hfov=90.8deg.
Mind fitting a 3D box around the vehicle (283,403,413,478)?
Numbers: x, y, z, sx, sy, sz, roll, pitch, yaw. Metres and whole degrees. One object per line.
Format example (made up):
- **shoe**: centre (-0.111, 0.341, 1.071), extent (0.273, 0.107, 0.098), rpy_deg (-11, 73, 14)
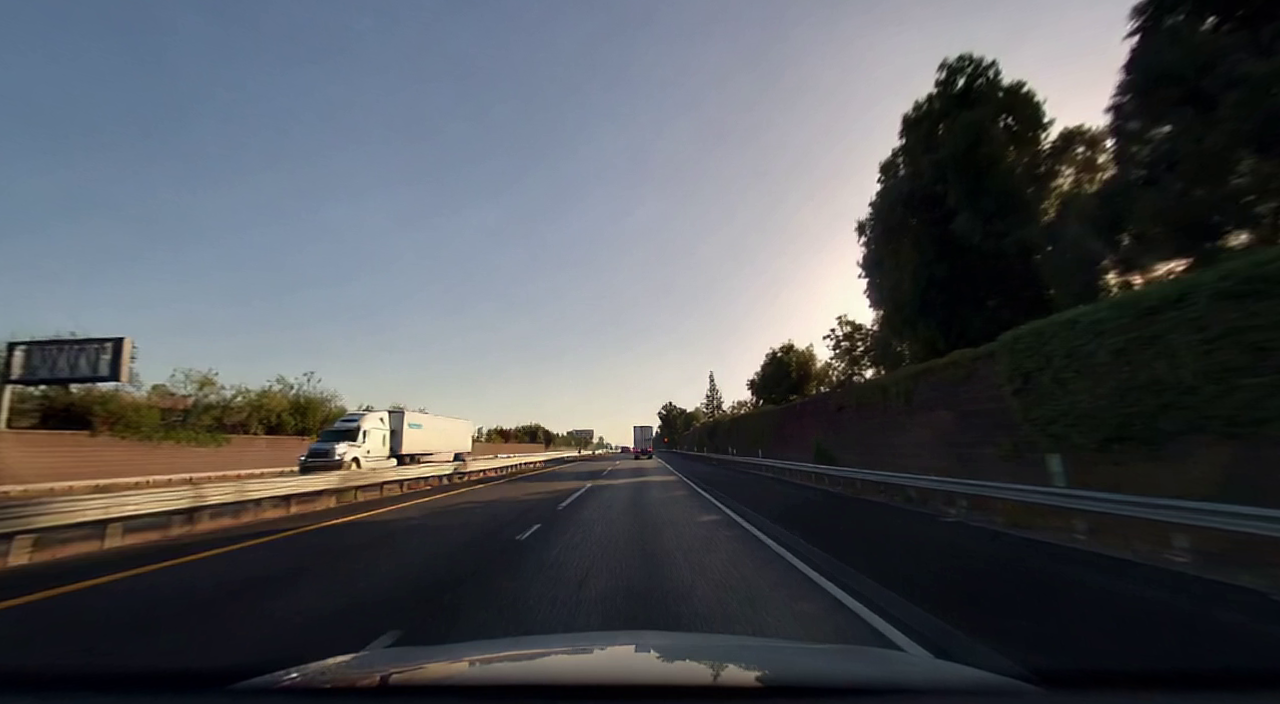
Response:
- **vehicle**: centre (-17.345, 5.470, 38.651), extent (2.964, 3.929, 10.326), rpy_deg (0, -9, 0)
